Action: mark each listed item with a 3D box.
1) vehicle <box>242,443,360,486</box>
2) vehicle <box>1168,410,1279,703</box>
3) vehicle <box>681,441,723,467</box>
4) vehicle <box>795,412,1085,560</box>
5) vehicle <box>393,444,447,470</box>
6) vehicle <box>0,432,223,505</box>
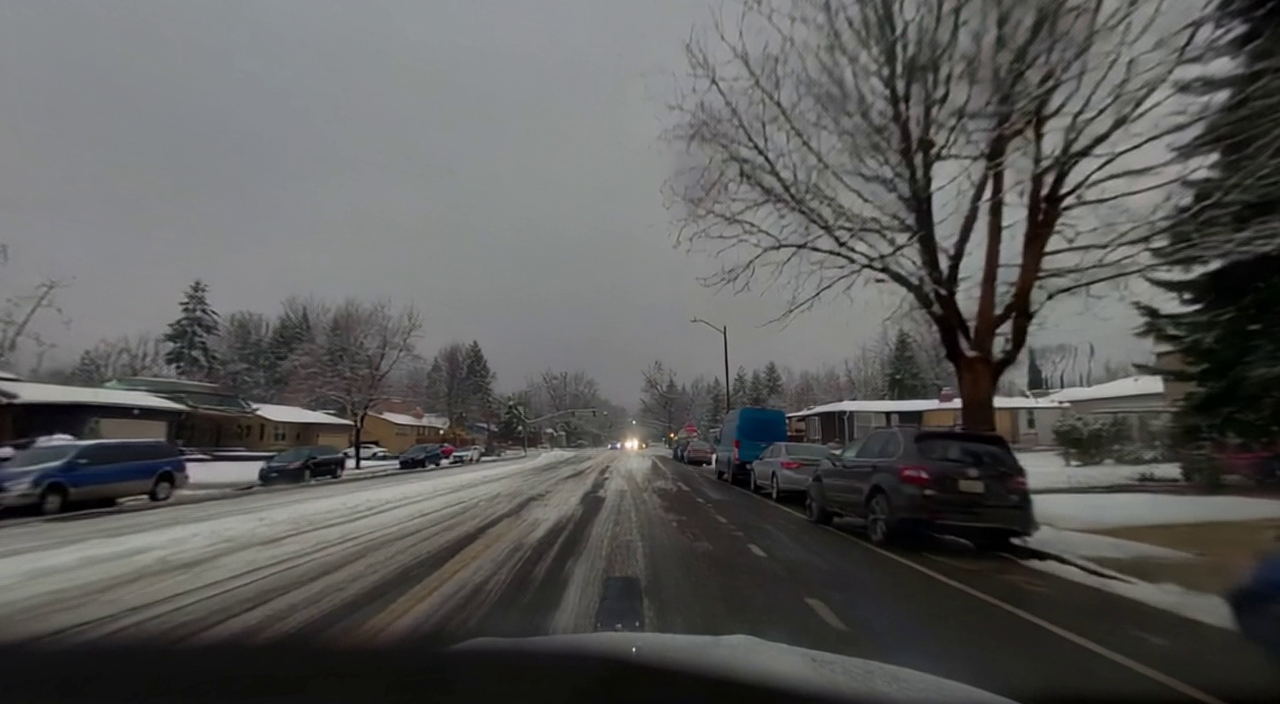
[{"bbox_3d":[-14.050,4.667,26.642,2.045,1.636,5.214,0,-8,0],"label":"vehicle"},{"bbox_3d":[4.200,0.823,1.608,1.862,1.515,4.233,0,-9,-4],"label":"vehicle"},{"bbox_3d":[3.709,6.208,38.602,1.956,1.468,4.524,0,-8,-2],"label":"vehicle"},{"bbox_3d":[4.072,1.901,9.688,2.067,1.706,4.506,0,-8,-2],"label":"vehicle"},{"bbox_3d":[-14.354,6.852,41.491,1.923,1.535,4.862,0,-8,-1],"label":"vehicle"},{"bbox_3d":[-15.624,3.250,17.934,5.783,1.904,2.289,0,-9,-3],"label":"vehicle"}]
